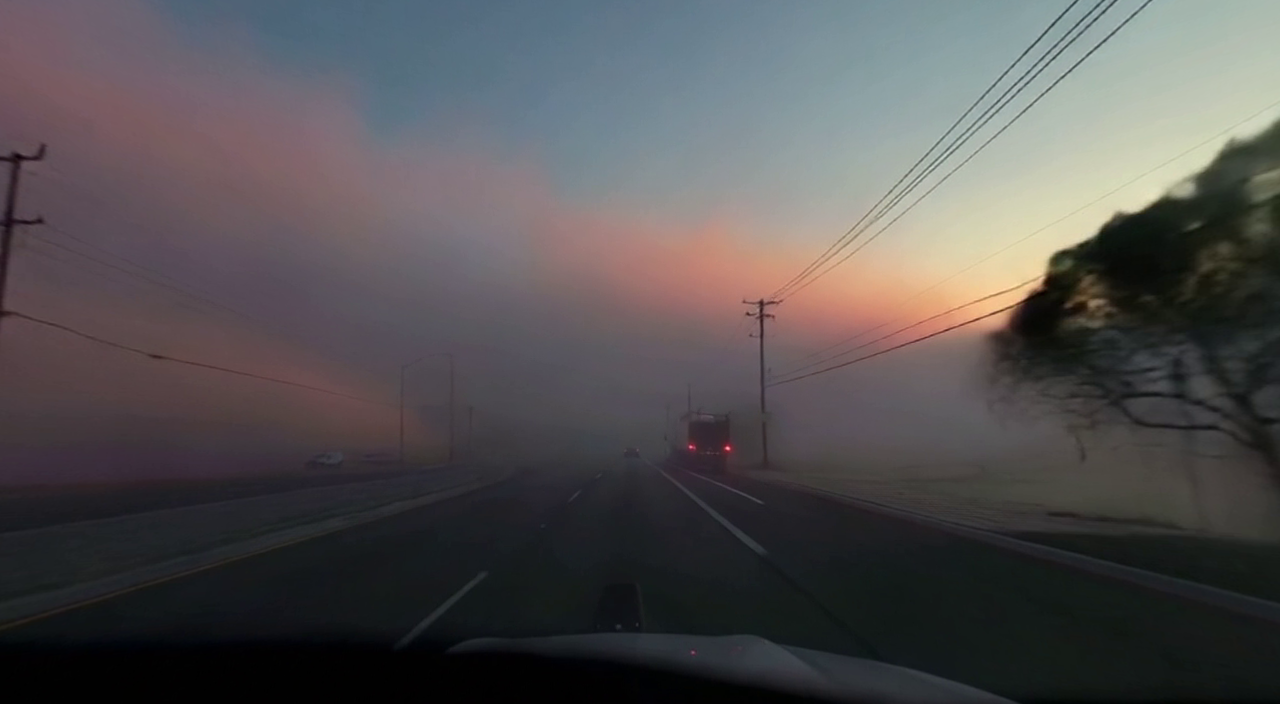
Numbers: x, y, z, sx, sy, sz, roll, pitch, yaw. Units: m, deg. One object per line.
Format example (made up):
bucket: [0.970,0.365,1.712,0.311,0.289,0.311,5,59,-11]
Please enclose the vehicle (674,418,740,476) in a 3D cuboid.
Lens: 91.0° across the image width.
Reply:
vehicle: [3.514,5.272,34.943,2.706,2.880,7.117,0,-8,-2]
